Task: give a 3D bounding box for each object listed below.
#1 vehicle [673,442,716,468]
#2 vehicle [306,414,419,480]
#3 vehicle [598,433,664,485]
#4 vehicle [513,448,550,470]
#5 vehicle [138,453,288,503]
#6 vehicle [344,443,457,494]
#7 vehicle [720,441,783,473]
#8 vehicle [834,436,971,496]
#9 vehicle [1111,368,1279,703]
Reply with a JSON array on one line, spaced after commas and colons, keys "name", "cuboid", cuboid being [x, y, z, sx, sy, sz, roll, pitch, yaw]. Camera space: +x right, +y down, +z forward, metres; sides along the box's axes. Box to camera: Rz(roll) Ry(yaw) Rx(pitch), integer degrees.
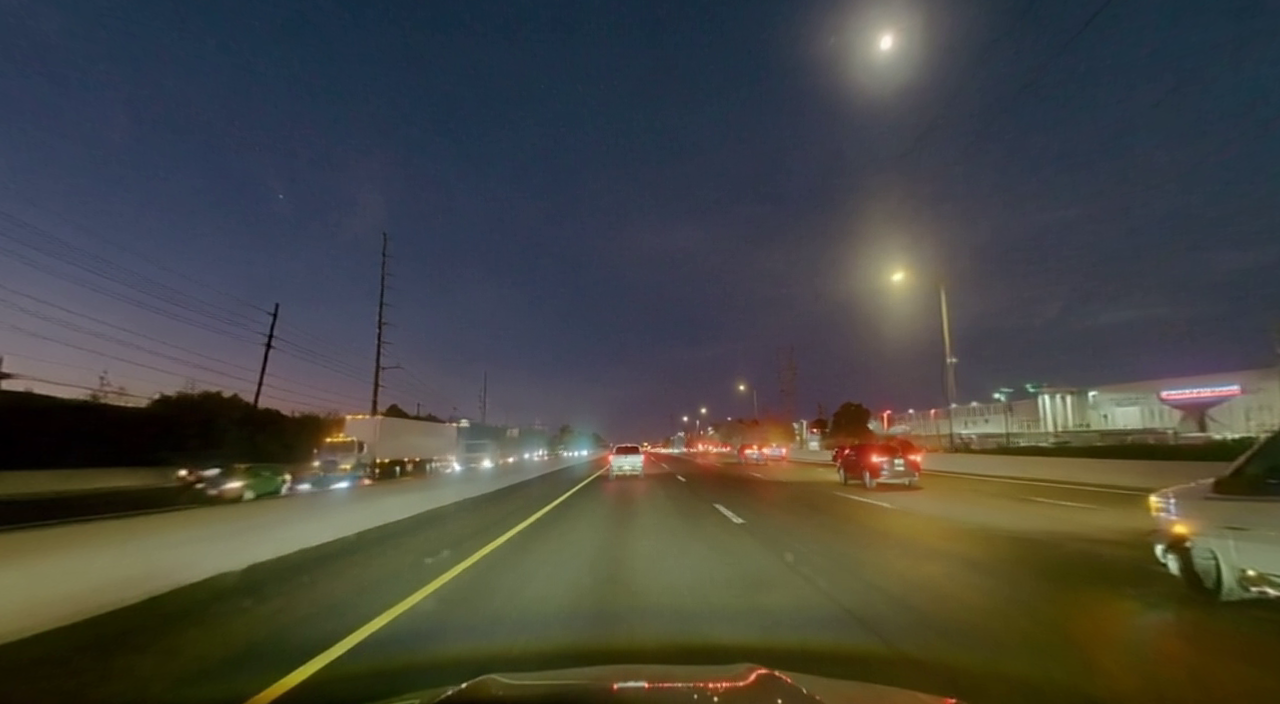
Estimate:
[{"name": "vehicle", "cuboid": [3.276, 6.300, 38.738, 2.115, 1.481, 3.968, 0, -8, -2]}, {"name": "vehicle", "cuboid": [-18.286, 6.381, 42.657, 3.068, 3.921, 9.552, 0, -8, 1]}, {"name": "vehicle", "cuboid": [-0.346, 4.056, 24.246, 2.298, 1.809, 4.359, 0, -8, -1]}, {"name": "vehicle", "cuboid": [-7.984, 7.887, 46.703, 1.931, 1.541, 4.018, 0, -8, 1]}, {"name": "vehicle", "cuboid": [-14.813, 4.356, 22.315, 1.924, 1.472, 4.767, 0, -8, 1]}, {"name": "vehicle", "cuboid": [-8.273, 4.041, 22.385, 2.069, 1.613, 4.660, 0, -8, 2]}, {"name": "vehicle", "cuboid": [5.536, 5.275, 31.980, 1.934, 1.461, 4.368, 1, -8, -7]}, {"name": "vehicle", "cuboid": [7.188, 3.149, 17.847, 1.958, 1.473, 4.201, 0, -8, -1]}, {"name": "vehicle", "cuboid": [3.325, 0.668, 1.157, 1.967, 1.547, 3.777, 0, -8, 0]}]
